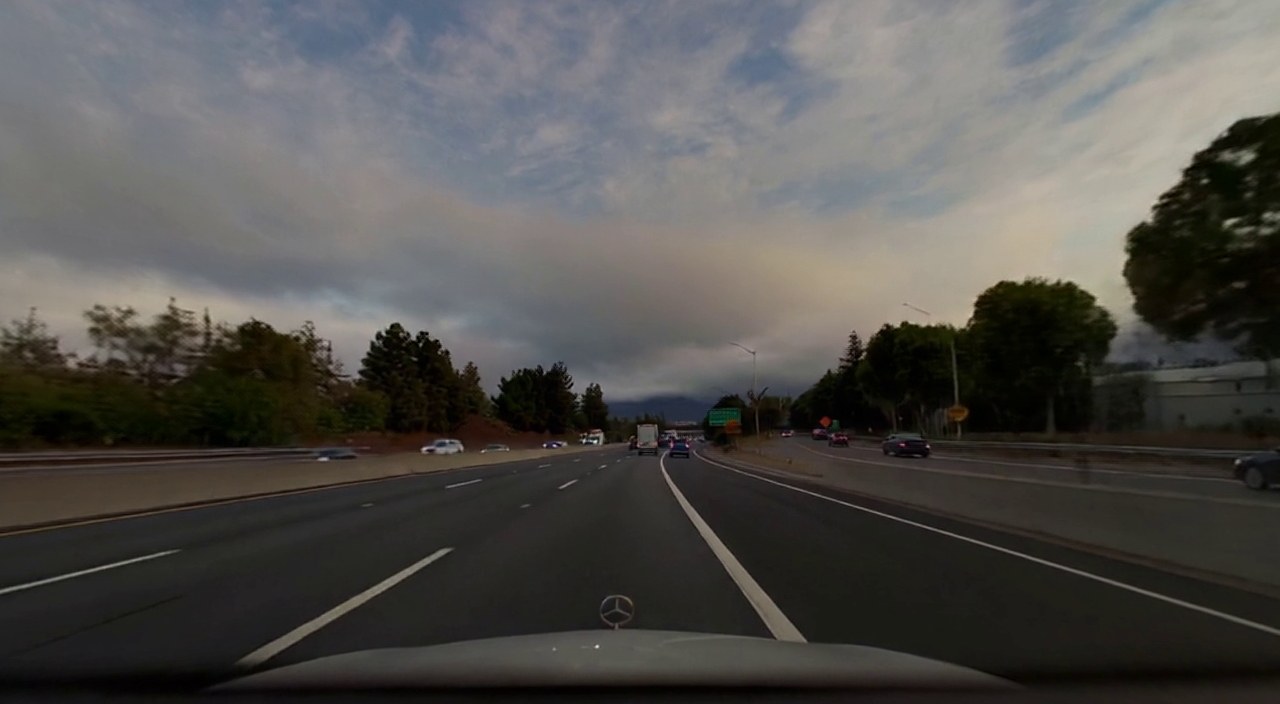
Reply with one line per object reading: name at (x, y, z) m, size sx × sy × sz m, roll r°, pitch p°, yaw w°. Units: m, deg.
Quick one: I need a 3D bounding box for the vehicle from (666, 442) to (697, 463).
vehicle at (3.135, 7.657, 48.347) m, size 2.069 × 1.476 × 4.197 m, roll 0°, pitch -8°, yaw 0°

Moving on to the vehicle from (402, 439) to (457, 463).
vehicle at (-15.742, 7.429, 47.671) m, size 2.153 × 1.671 × 5.278 m, roll 0°, pitch -8°, yaw 2°

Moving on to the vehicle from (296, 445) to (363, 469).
vehicle at (-19.203, 6.494, 39.255) m, size 1.851 × 1.353 × 4.215 m, roll 0°, pitch -8°, yaw 2°
